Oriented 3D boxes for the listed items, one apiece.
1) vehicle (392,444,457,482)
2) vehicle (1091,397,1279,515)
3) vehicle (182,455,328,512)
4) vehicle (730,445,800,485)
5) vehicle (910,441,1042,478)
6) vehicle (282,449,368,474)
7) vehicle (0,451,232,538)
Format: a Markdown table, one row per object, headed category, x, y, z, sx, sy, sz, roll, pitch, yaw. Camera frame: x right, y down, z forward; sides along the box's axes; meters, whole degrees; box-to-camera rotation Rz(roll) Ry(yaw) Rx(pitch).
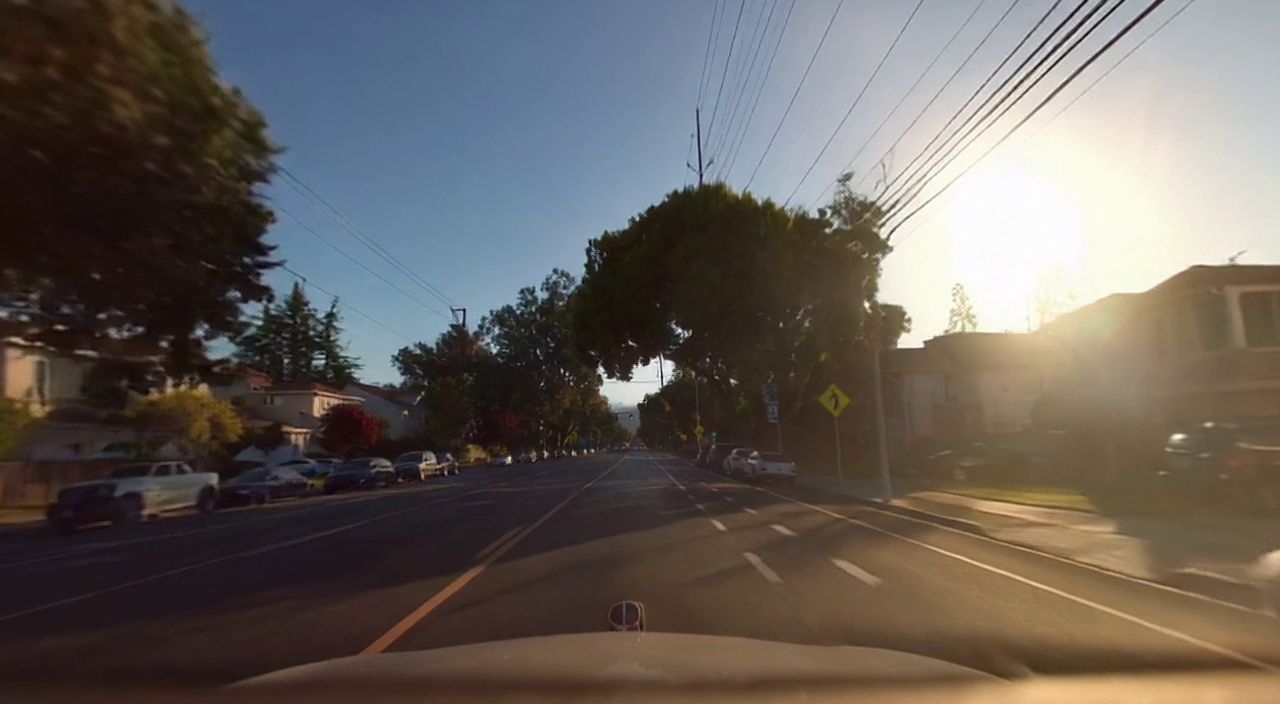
| category | x | y | z | sx | sy | sz | roll | pitch | yaw |
| --- | --- | --- | --- | --- | --- | --- | --- | --- | --- |
| vehicle | -12.143 | 6.258 | 35.789 | 2.116 | 1.875 | 4.675 | -3 | -9 | 0 |
| vehicle | 12.399 | 1.888 | 12.041 | 5.672 | 1.951 | 2.249 | -2 | -9 | 0 |
| vehicle | -12.186 | 4.147 | 20.344 | 1.877 | 1.474 | 4.419 | -2 | -9 | 1 |
| vehicle | 5.018 | 4.563 | 25.819 | 1.924 | 1.471 | 4.259 | 0 | -8 | -1 |
| vehicle | 12.738 | 4.080 | 24.057 | 3.983 | 1.332 | 1.812 | 0 | -8 | 2 |
| vehicle | -20.828 | 7.265 | 41.763 | 4.601 | 1.613 | 2.030 | 0 | -8 | -2 |
| vehicle | -12.311 | 3.313 | 15.295 | 1.999 | 1.650 | 4.381 | -3 | -9 | -2 |
